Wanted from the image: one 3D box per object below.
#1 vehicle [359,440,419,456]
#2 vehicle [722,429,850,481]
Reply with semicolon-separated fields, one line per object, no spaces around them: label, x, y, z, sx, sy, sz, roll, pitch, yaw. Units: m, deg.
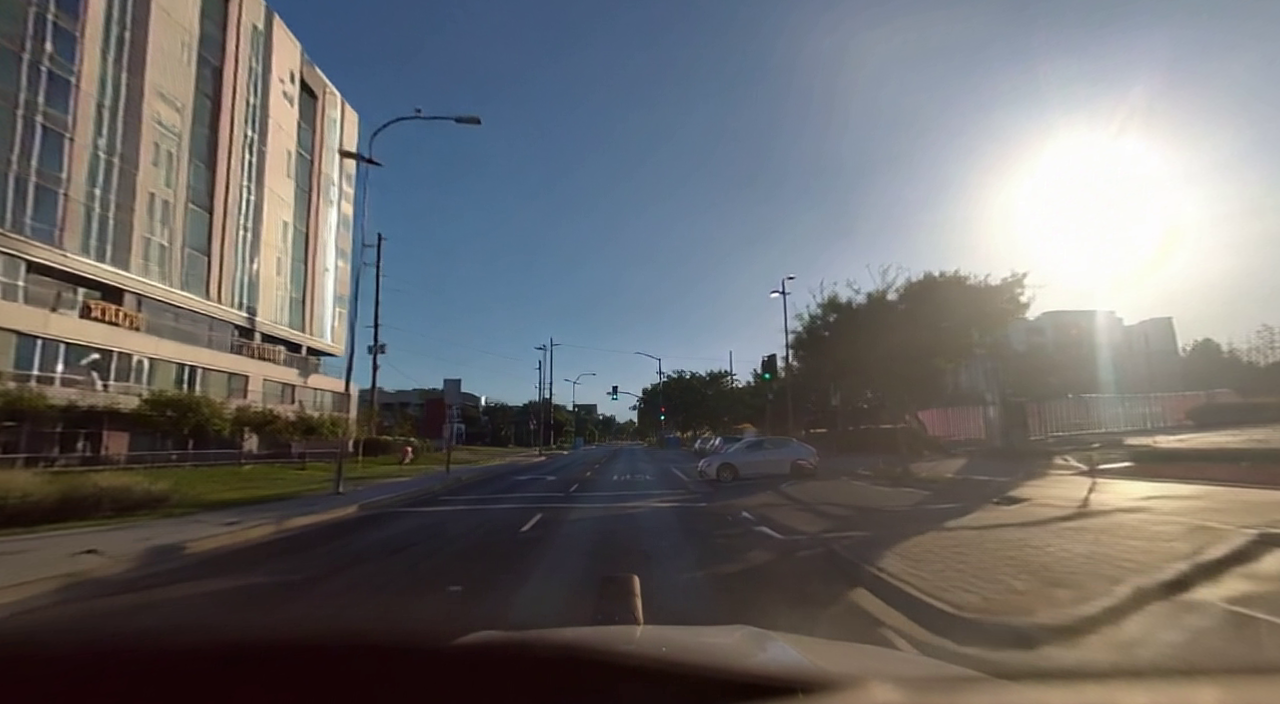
vehicle;-19.741;7.581;49.779;2.660;1.211;4.739;0;-8;1
vehicle;4.826;3.331;20.739;3.844;1.524;1.847;4;-9;-31
